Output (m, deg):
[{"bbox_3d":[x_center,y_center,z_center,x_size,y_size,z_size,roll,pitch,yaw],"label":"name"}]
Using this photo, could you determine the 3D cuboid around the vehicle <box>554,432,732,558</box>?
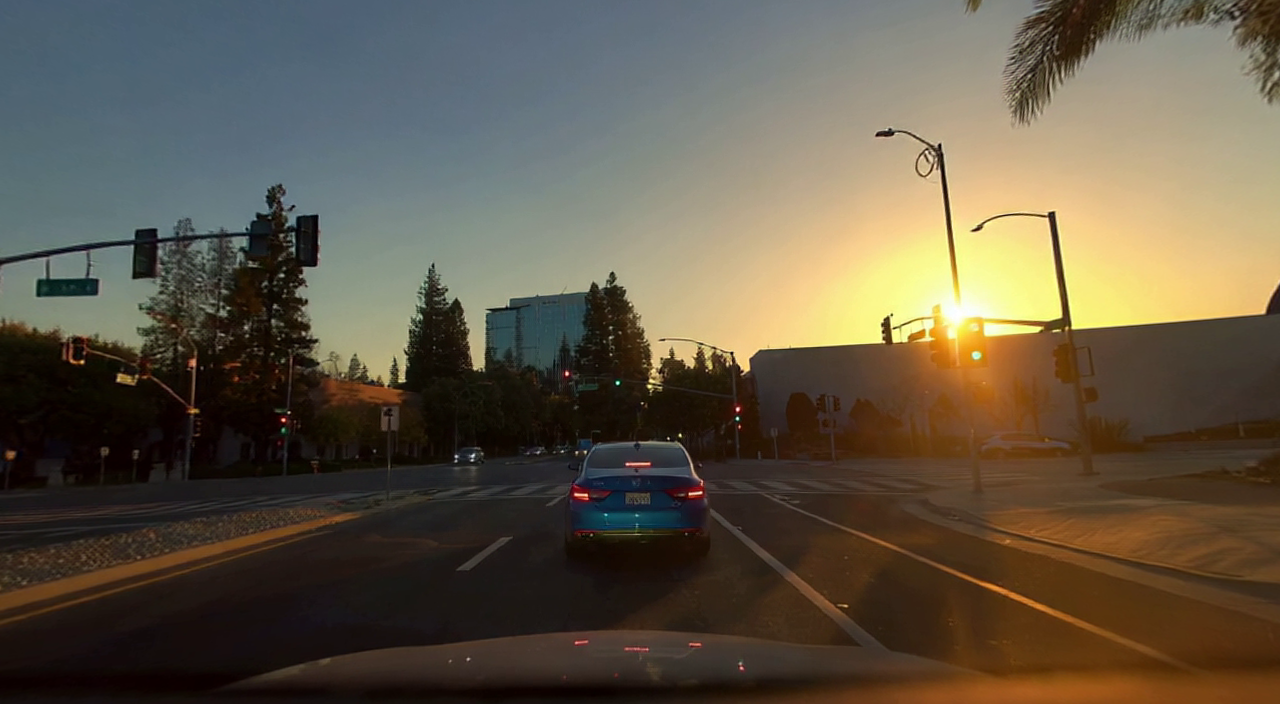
[{"bbox_3d":[0.004,1.994,9.516,2.107,1.470,3.974,0,-9,-1],"label":"vehicle"}]
